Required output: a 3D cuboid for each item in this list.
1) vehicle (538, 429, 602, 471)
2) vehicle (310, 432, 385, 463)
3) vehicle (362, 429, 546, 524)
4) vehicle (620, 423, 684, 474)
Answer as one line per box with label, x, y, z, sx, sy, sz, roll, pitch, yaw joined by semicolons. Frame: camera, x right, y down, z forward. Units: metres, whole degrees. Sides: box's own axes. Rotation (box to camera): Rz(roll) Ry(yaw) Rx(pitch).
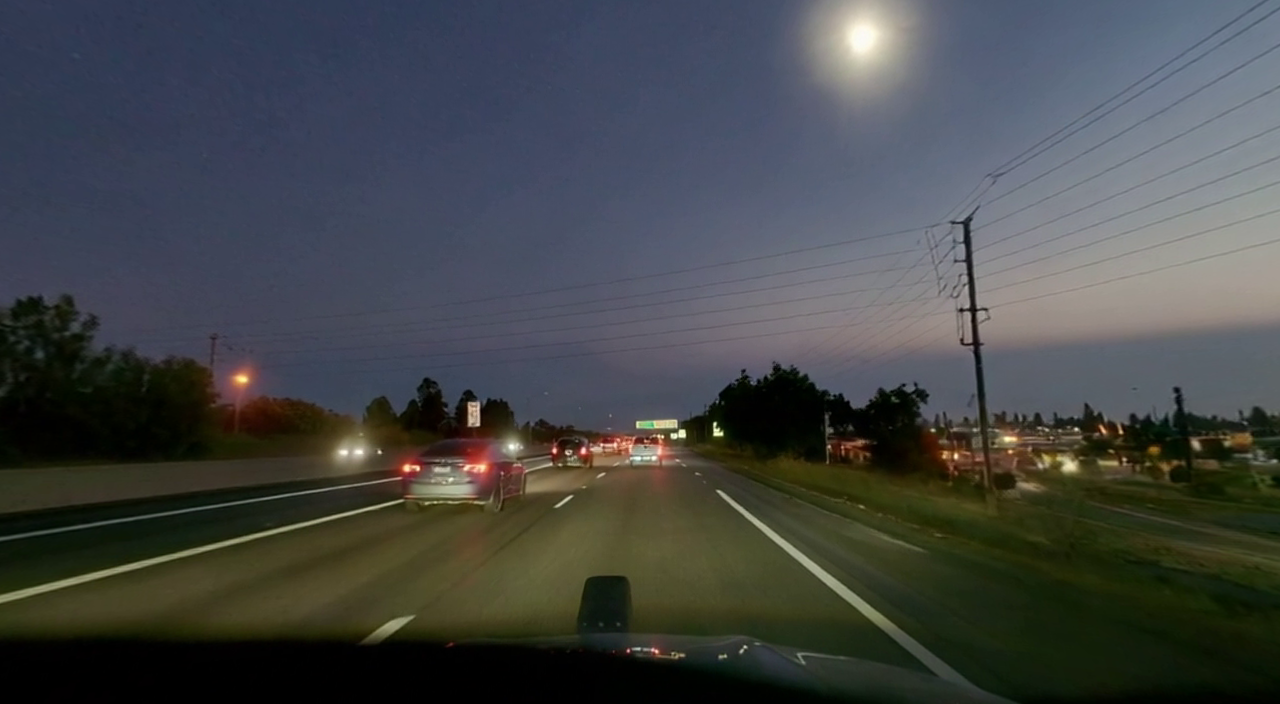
vehicle;-2.970;4.312;27.833;2.051;1.695;4.731;-1;-8;3
vehicle;-16.365;5.384;35.593;1.923;1.636;4.542;0;-8;2
vehicle;-3.259;2.286;12.166;2.092;1.464;4.466;0;-8;1
vehicle;0.478;3.801;24.855;2.319;1.813;4.274;0;-8;1
